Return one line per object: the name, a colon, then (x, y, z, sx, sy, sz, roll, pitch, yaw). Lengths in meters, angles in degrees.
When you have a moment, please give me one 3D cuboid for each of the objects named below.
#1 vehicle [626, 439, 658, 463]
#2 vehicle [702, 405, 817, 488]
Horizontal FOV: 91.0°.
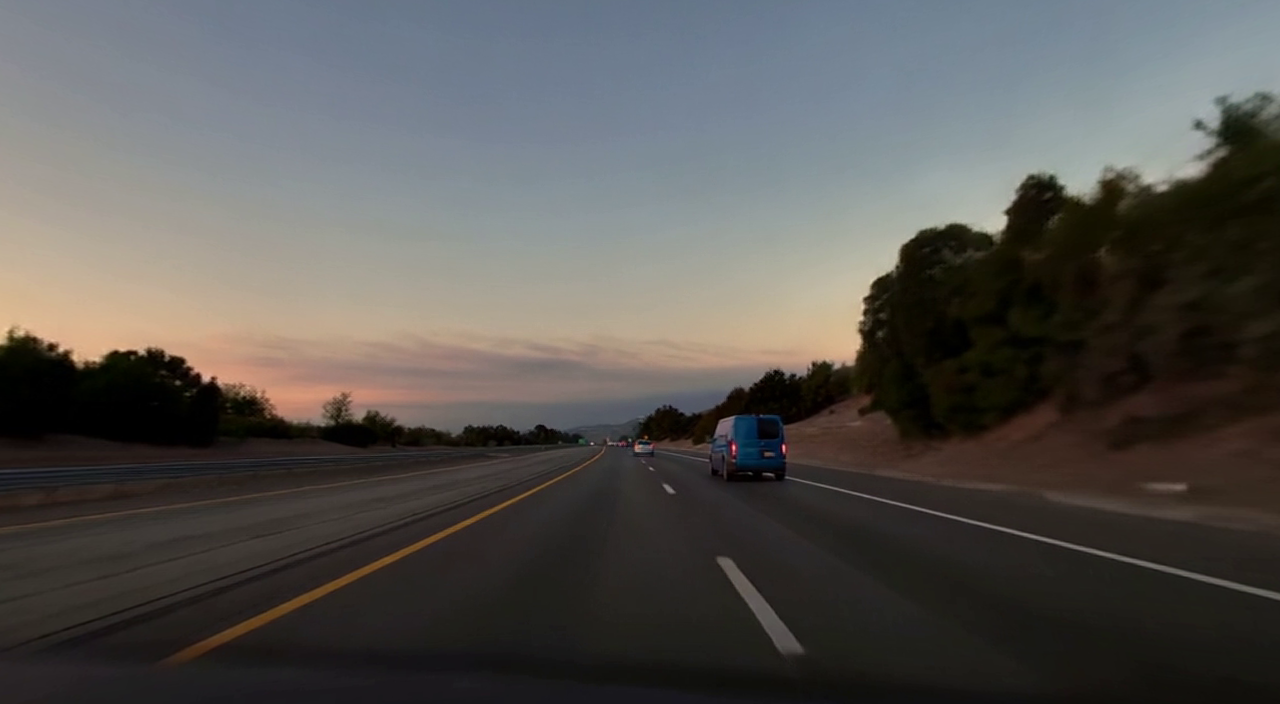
vehicle: (0.119, 6.619, 42.287, 2.005, 1.466, 3.739, -1, -8, 0)
vehicle: (3.272, 2.728, 18.338, 2.269, 2.048, 4.679, 0, -8, -2)
